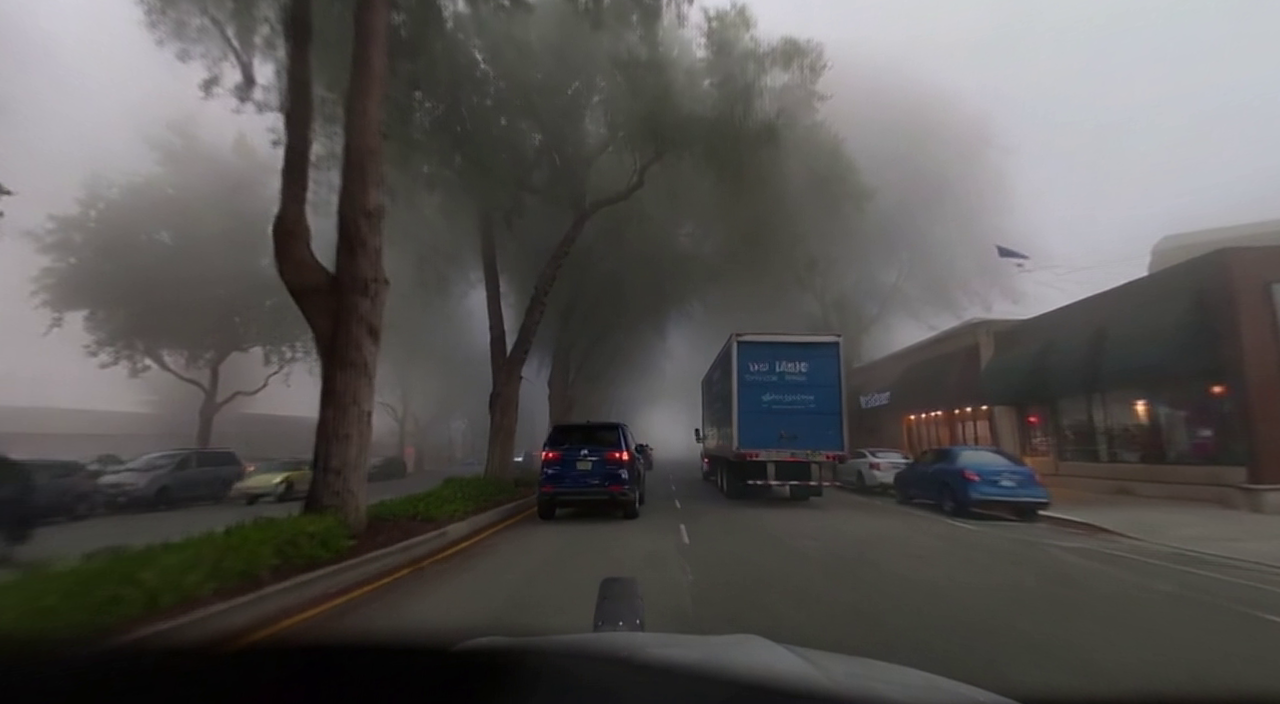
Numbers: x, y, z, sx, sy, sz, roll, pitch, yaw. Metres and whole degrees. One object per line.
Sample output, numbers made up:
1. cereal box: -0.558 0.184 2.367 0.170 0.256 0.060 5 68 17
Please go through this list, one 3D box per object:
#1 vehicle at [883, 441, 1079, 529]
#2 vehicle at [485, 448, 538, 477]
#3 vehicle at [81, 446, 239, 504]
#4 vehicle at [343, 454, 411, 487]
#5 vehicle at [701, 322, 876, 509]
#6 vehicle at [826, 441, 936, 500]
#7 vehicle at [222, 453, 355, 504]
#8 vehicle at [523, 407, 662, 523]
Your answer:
1. vehicle: 6.848 2.676 13.319 1.929 1.522 4.158 -1 -9 2
2. vehicle: -7.245 6.242 35.991 2.056 1.534 4.645 0 -9 0
3. vehicle: -21.143 5.368 28.278 2.233 2.228 5.747 -1 -8 4
4. vehicle: -15.509 6.976 37.514 1.874 1.506 4.781 -7 -9 1
5. vehicle: 3.923 2.353 20.639 3.007 4.206 12.913 0 -9 2
6. vehicle: 7.127 3.518 19.187 1.739 1.582 4.282 0 -9 2
7. vehicle: -12.081 4.348 22.147 1.966 1.442 4.466 -3 -9 2
8. vehicle: -0.778 2.379 13.766 2.293 2.036 4.853 -1 -9 4
